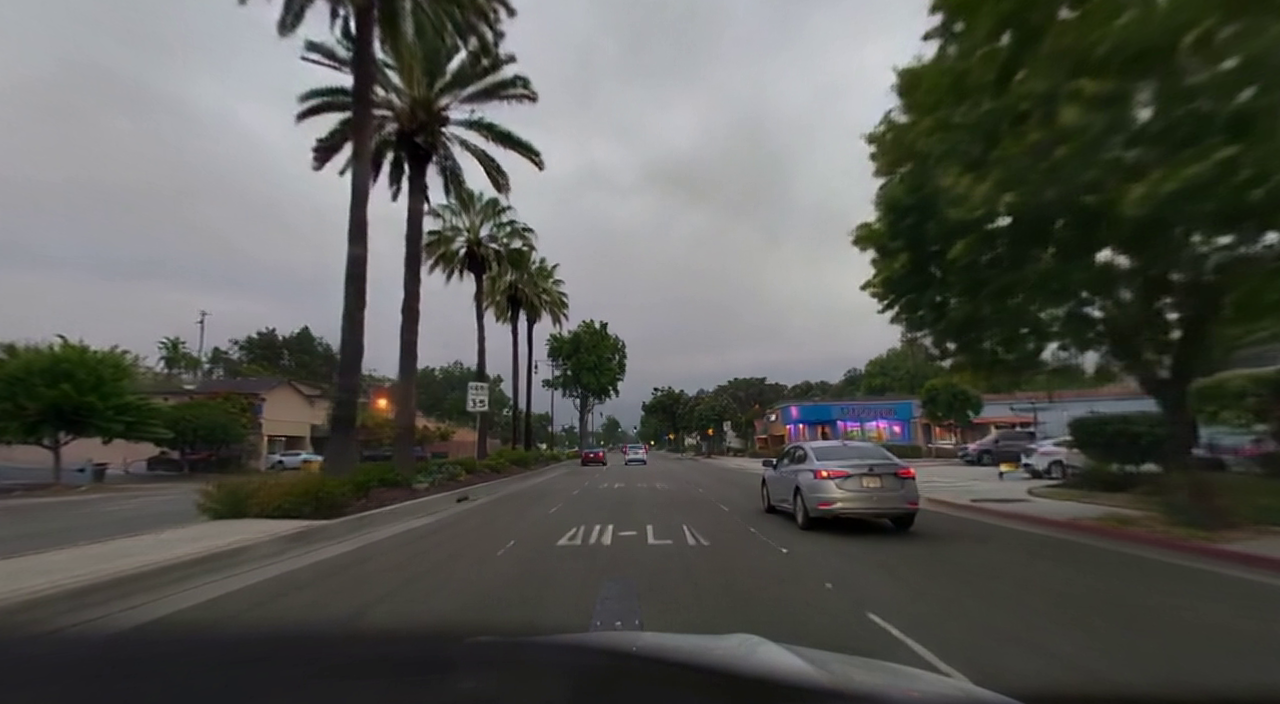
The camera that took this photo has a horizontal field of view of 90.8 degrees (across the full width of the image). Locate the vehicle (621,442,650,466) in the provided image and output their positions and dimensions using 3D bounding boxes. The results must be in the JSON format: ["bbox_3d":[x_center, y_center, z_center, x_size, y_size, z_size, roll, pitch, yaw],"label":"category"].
[{"bbox_3d":[-0.344,7.475,46.322,2.102,1.653,3.698,0,-9,-1],"label":"vehicle"}]

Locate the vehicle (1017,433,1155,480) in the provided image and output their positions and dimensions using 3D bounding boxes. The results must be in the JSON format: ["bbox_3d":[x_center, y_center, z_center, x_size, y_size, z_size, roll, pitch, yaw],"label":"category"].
[{"bbox_3d":[15.368,3.593,22.039,1.975,1.464,3.651,-1,-8,-4],"label":"vehicle"}]

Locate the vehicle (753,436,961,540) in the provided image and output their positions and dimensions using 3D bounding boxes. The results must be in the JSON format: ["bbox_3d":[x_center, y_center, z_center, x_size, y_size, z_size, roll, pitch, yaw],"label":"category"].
[{"bbox_3d":[3.605,2.344,11.622,2.090,1.503,4.566,0,-9,-2],"label":"vehicle"}]

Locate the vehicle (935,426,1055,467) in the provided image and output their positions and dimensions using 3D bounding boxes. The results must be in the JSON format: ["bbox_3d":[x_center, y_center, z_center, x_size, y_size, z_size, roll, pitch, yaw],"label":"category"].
[{"bbox_3d":[18.329,4.924,32.809,4.719,1.803,2.339,-1,-12,-4],"label":"vehicle"}]
